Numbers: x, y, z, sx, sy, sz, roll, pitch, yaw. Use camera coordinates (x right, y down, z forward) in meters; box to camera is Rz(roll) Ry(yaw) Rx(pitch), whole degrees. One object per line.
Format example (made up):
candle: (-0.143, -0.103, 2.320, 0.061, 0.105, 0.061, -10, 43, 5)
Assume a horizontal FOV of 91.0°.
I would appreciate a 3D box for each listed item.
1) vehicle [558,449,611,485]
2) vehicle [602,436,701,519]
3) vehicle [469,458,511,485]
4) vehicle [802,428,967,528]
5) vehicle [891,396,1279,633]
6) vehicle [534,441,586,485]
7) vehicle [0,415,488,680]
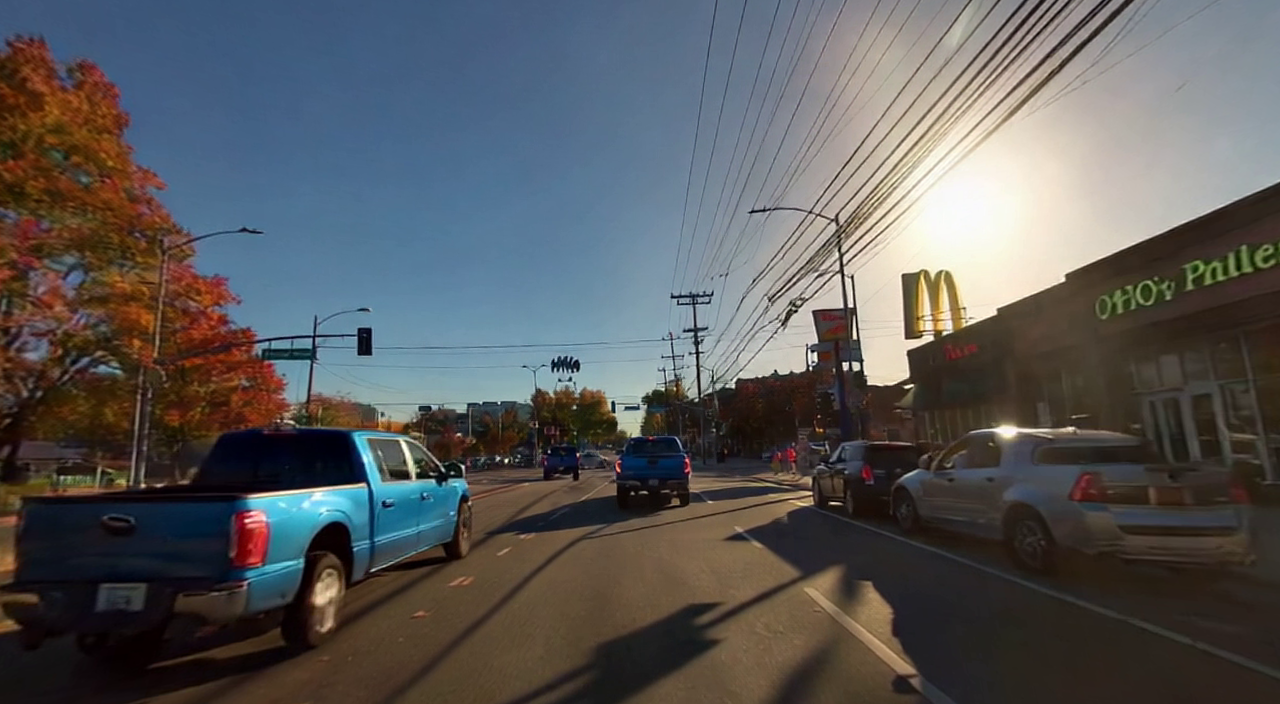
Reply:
vehicle: (-2.931, 6.225, 34.453, 2.140, 1.768, 5.092, 0, -9, 3)
vehicle: (0.445, 3.001, 15.659, 2.089, 1.699, 4.650, 0, -9, 5)
vehicle: (-11.739, 9.393, 49.721, 2.081, 1.925, 5.632, 0, -9, -1)
vehicle: (5.120, 2.674, 13.986, 1.974, 1.823, 4.576, 0, -9, 2)
vehicle: (4.912, 1.608, 7.296, 2.007, 1.786, 4.870, 0, -9, 0)
vehicle: (-5.759, 8.087, 46.456, 2.619, 2.948, 7.193, 0, -9, 2)
vehicle: (-3.139, 1.518, 6.149, 1.995, 1.554, 4.618, 0, -9, 2)
